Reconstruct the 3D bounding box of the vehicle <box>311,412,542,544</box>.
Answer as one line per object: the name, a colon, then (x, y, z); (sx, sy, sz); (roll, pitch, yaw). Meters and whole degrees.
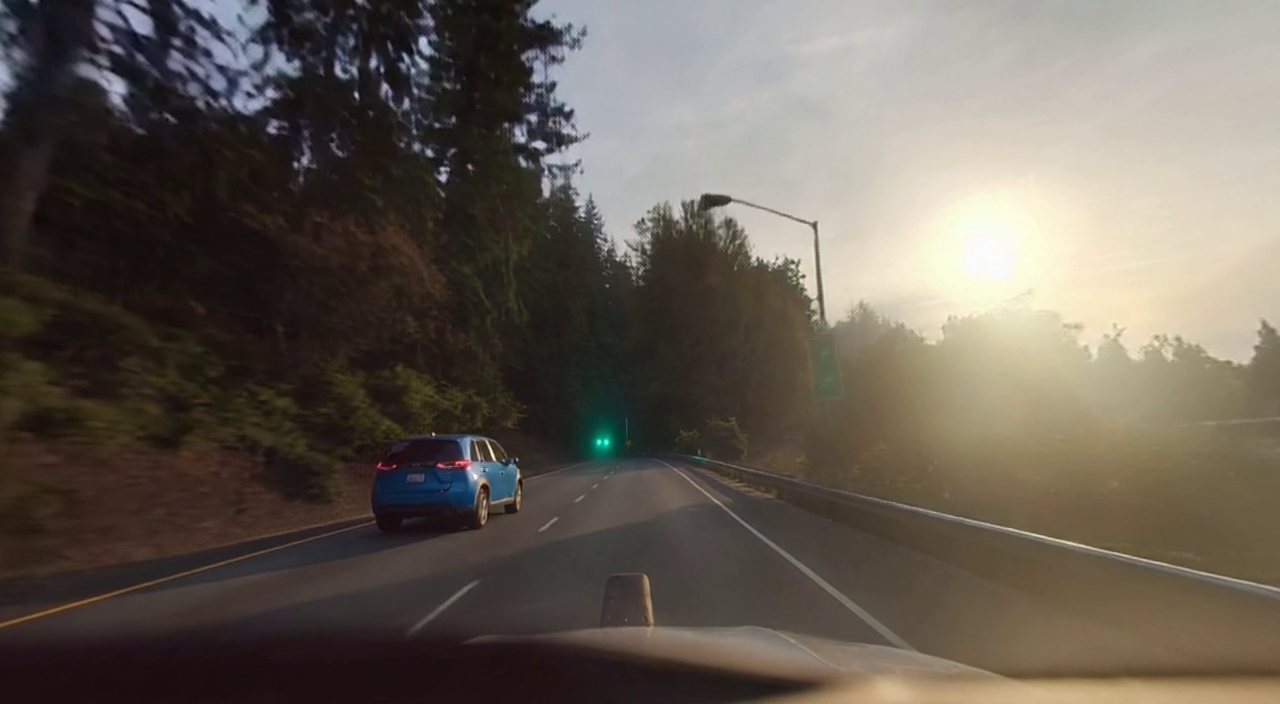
vehicle: (-3.426, 2.153, 11.510); (2.336, 1.857, 4.986); (0, -8, 2)
